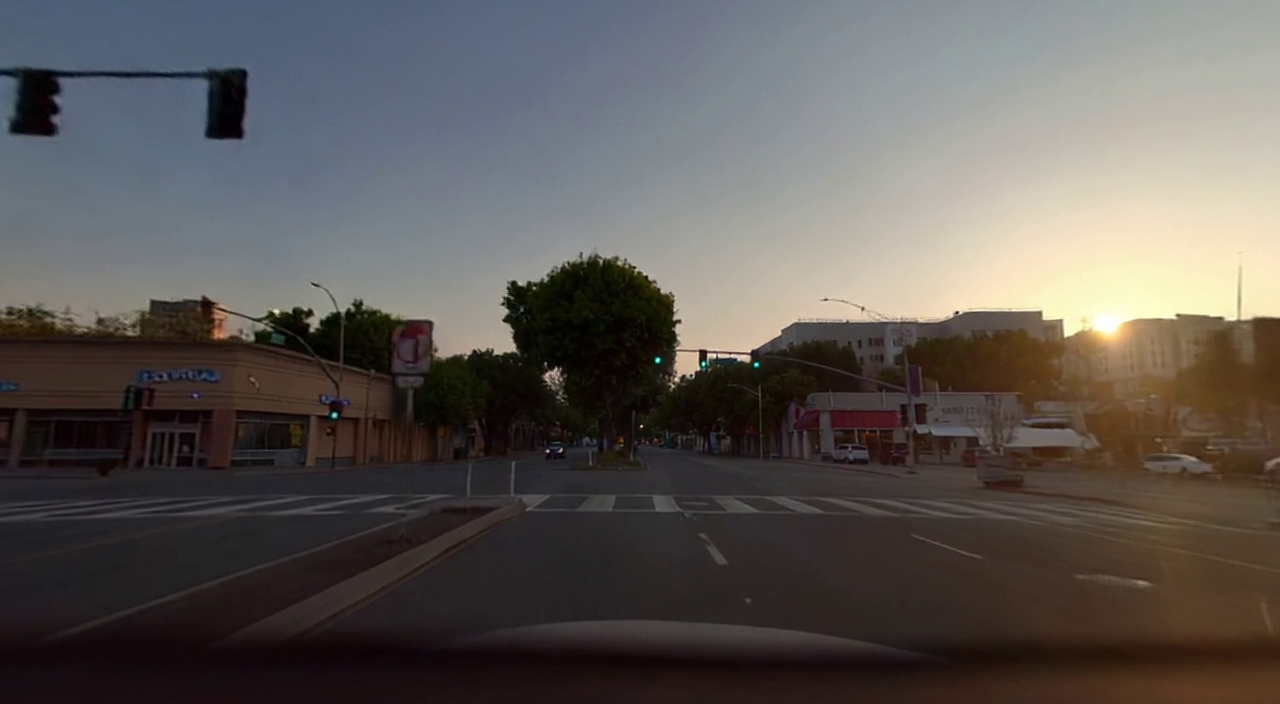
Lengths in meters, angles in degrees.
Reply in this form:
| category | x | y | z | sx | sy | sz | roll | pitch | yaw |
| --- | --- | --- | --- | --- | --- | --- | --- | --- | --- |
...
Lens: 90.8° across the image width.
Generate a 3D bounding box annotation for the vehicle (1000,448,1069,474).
| category | x | y | z | sx | sy | sz | roll | pitch | yaw |
| --- | --- | --- | --- | --- | --- | --- | --- | --- | --- |
| vehicle | 27.396 | 7.560 | 44.092 | 1.929 | 1.613 | 4.530 | 0 | -8 | 1 |
